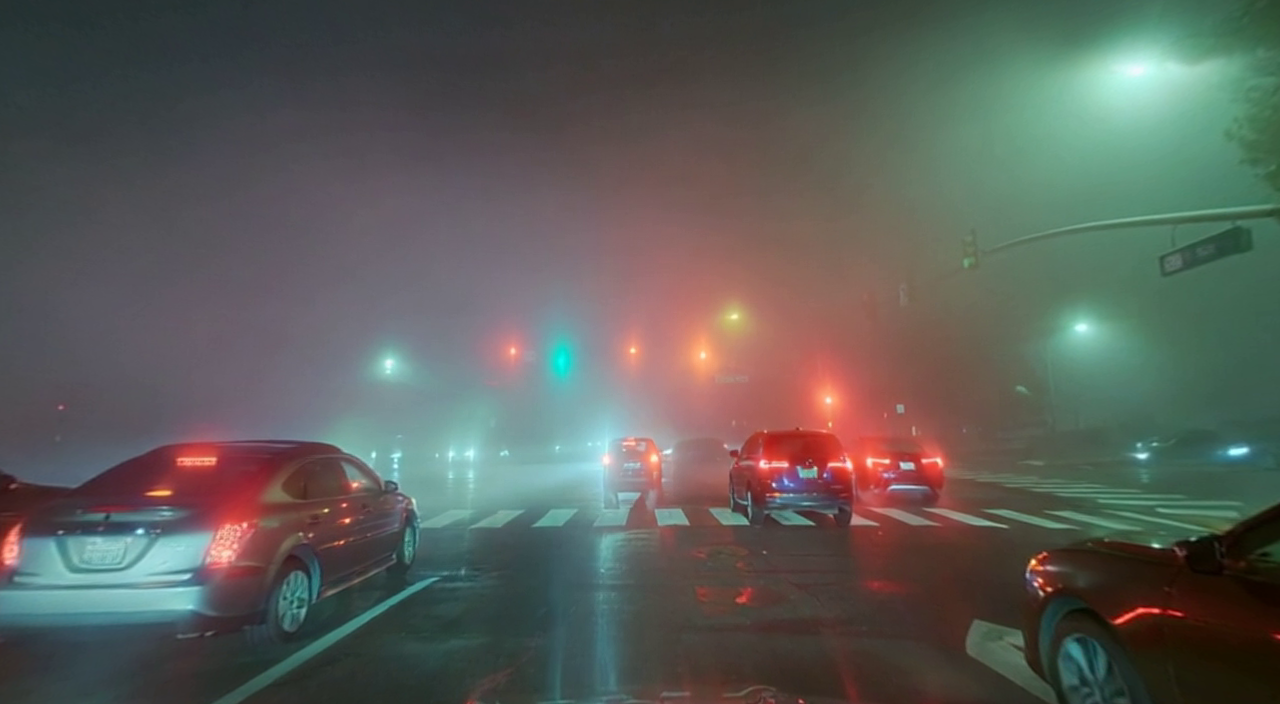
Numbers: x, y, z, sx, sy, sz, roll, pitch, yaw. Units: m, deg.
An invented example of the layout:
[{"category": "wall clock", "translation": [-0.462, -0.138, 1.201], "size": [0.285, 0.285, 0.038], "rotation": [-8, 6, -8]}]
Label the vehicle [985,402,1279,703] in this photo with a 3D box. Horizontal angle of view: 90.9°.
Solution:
[{"category": "vehicle", "translation": [3.130, 0.839, 1.681], "size": [1.960, 1.460, 4.233], "rotation": [0, -8, -1]}]

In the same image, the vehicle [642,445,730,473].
[{"category": "vehicle", "translation": [2.183, 5.231, 30.925], "size": [4.094, 1.328, 1.700], "rotation": [0, -8, -4]}]

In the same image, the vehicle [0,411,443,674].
[{"category": "vehicle", "translation": [-3.542, 1.414, 5.871], "size": [1.941, 1.492, 4.399], "rotation": [0, -8, 1]}]

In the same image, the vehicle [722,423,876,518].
[{"category": "vehicle", "translation": [3.184, 2.484, 13.732], "size": [2.097, 1.707, 4.461], "rotation": [0, -8, -1]}]

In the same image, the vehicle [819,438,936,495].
[{"category": "vehicle", "translation": [6.579, 3.203, 17.998], "size": [1.847, 1.432, 4.039], "rotation": [0, -8, 2]}]

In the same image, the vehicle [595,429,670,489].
[{"category": "vehicle", "translation": [-0.203, 3.472, 20.682], "size": [2.215, 1.749, 3.976], "rotation": [0, -8, 1]}]
